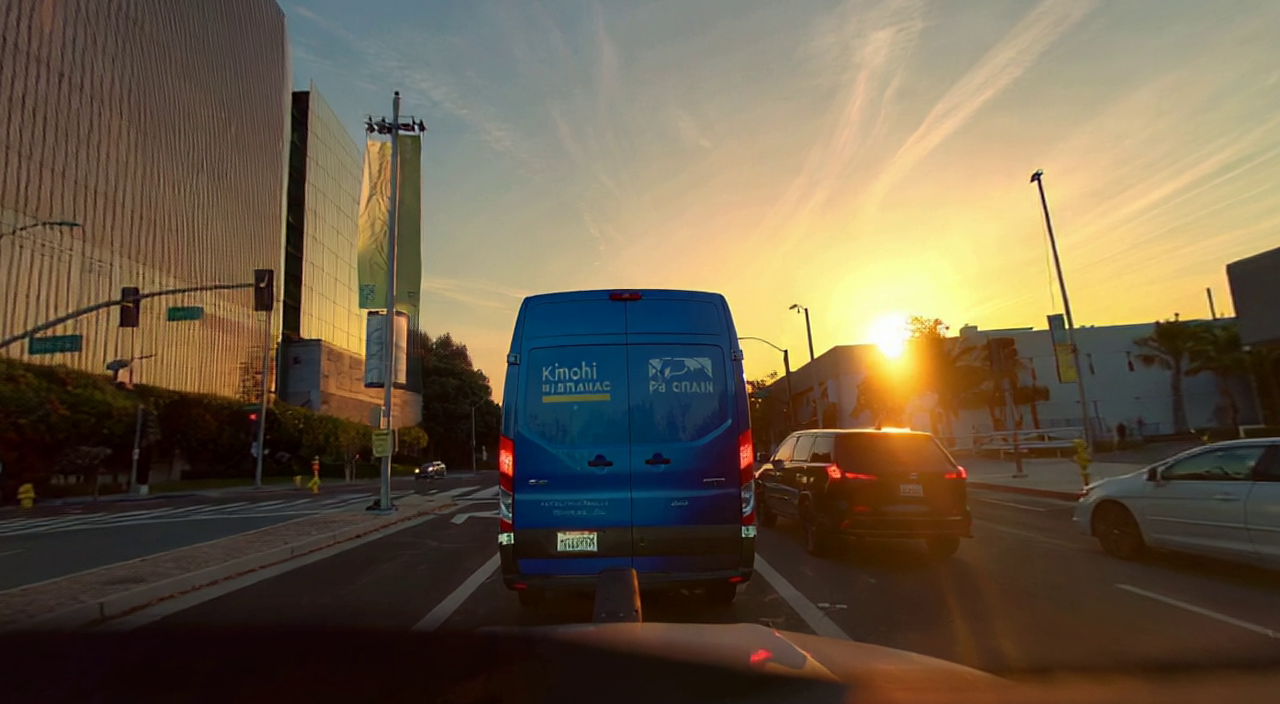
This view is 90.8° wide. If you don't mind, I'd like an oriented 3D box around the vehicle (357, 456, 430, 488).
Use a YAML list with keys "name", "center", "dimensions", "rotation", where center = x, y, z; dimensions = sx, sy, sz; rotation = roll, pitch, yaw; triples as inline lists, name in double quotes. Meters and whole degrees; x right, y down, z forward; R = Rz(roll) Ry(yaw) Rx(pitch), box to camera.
- name: "vehicle"
  center: [-15.701, 7.626, 40.474]
  dimensions: [1.997, 1.806, 4.630]
  rotation: [-2, -9, 14]

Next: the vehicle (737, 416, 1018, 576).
- name: "vehicle"
  center: [2.879, 1.865, 9.043]
  dimensions: [2.183, 1.676, 4.506]
  rotation: [0, -8, -1]

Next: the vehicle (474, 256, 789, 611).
- name: "vehicle"
  center: [-0.023, 1.182, 9.085]
  dimensions: [2.613, 3.035, 7.342]
  rotation: [0, -8, 1]

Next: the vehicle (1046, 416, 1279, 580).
- name: "vehicle"
  center: [7.510, 1.577, 7.021]
  dimensions: [1.963, 1.669, 4.678]
  rotation: [3, -9, -20]

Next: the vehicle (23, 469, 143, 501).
- name: "vehicle"
  center: [-31.103, 7.434, 35.398]
  dimensions: [4.806, 1.652, 1.869]
  rotation: [0, -8, -2]
